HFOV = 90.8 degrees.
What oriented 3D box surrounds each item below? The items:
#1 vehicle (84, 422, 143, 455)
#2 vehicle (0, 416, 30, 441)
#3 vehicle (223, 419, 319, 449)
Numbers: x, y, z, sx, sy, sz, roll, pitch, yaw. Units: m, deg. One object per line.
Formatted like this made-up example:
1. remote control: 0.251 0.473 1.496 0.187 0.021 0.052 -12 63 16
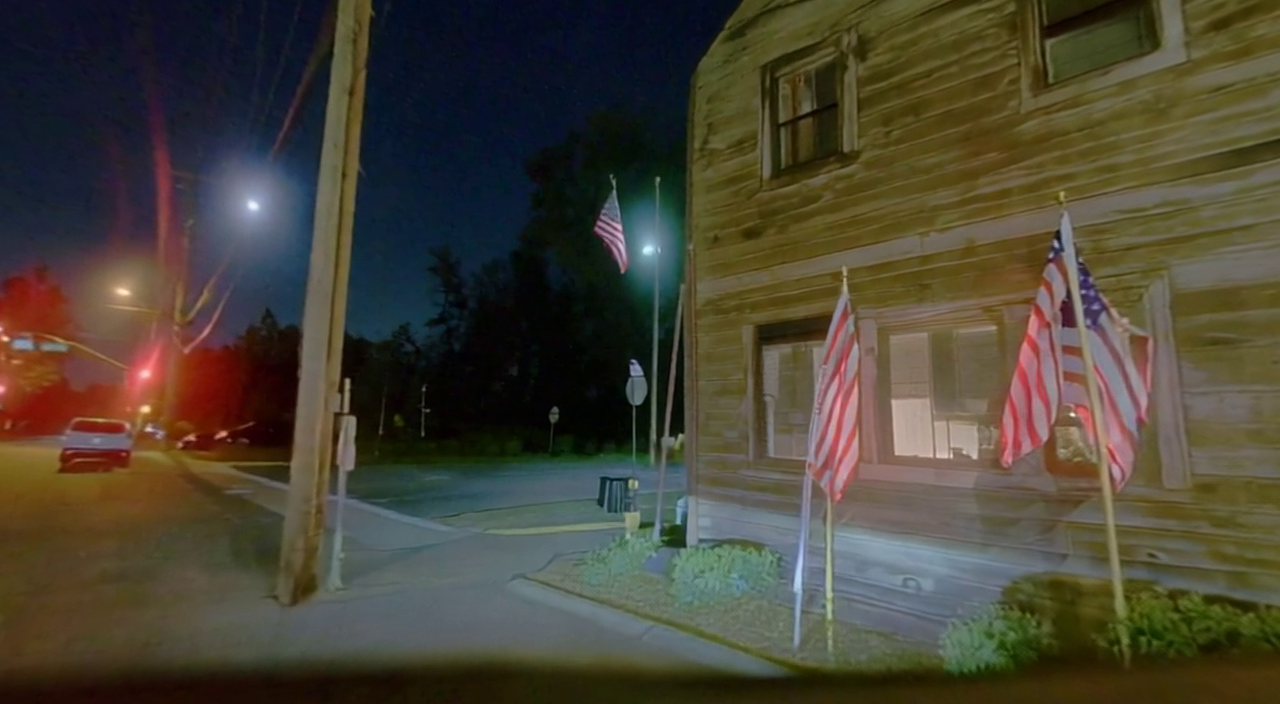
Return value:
1. vehicle: -25.213 4.164 30.343 1.941 1.460 4.206 7 -11 -38
2. vehicle: -46.607 5.617 46.264 2.110 1.703 4.568 6 -11 -36
3. vehicle: -22.864 5.147 39.236 4.767 1.735 1.920 7 -11 -39
